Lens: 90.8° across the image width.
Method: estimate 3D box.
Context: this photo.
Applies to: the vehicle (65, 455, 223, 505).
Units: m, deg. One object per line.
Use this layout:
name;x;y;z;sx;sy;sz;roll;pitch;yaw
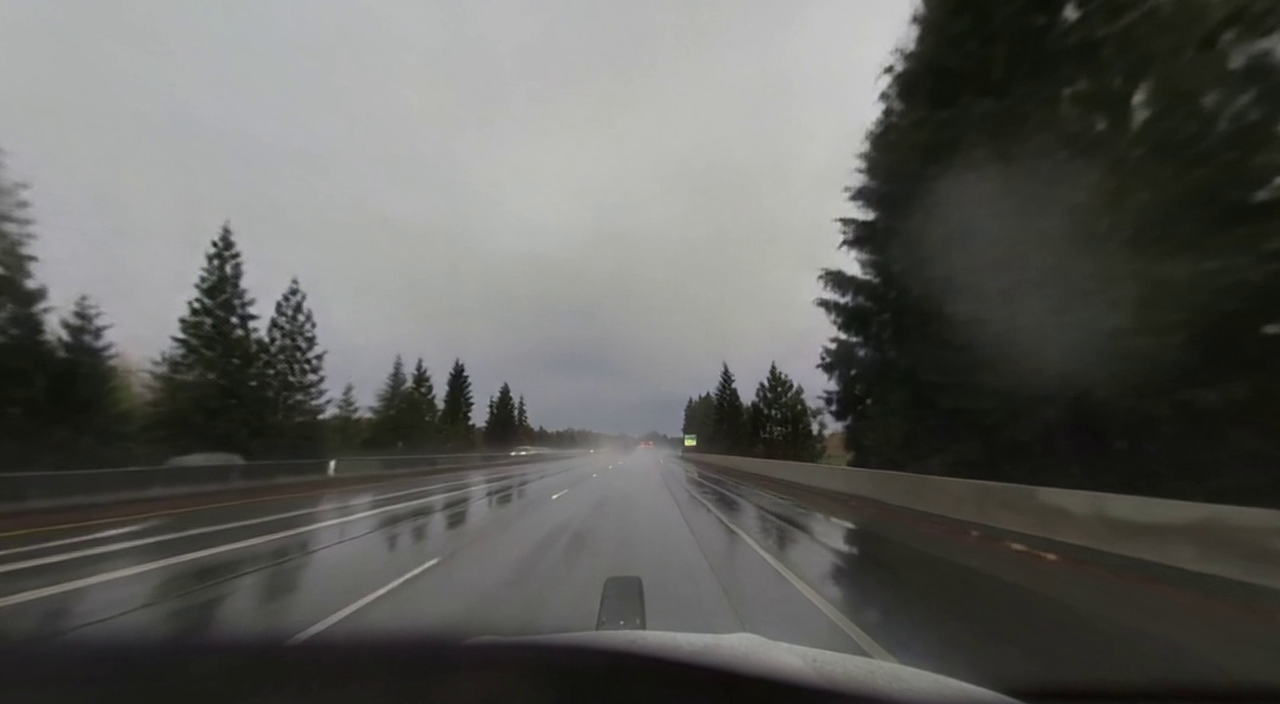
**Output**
vehicle;-17.083;4.401;22.085;1.917;1.503;4.376;0;-9;1
